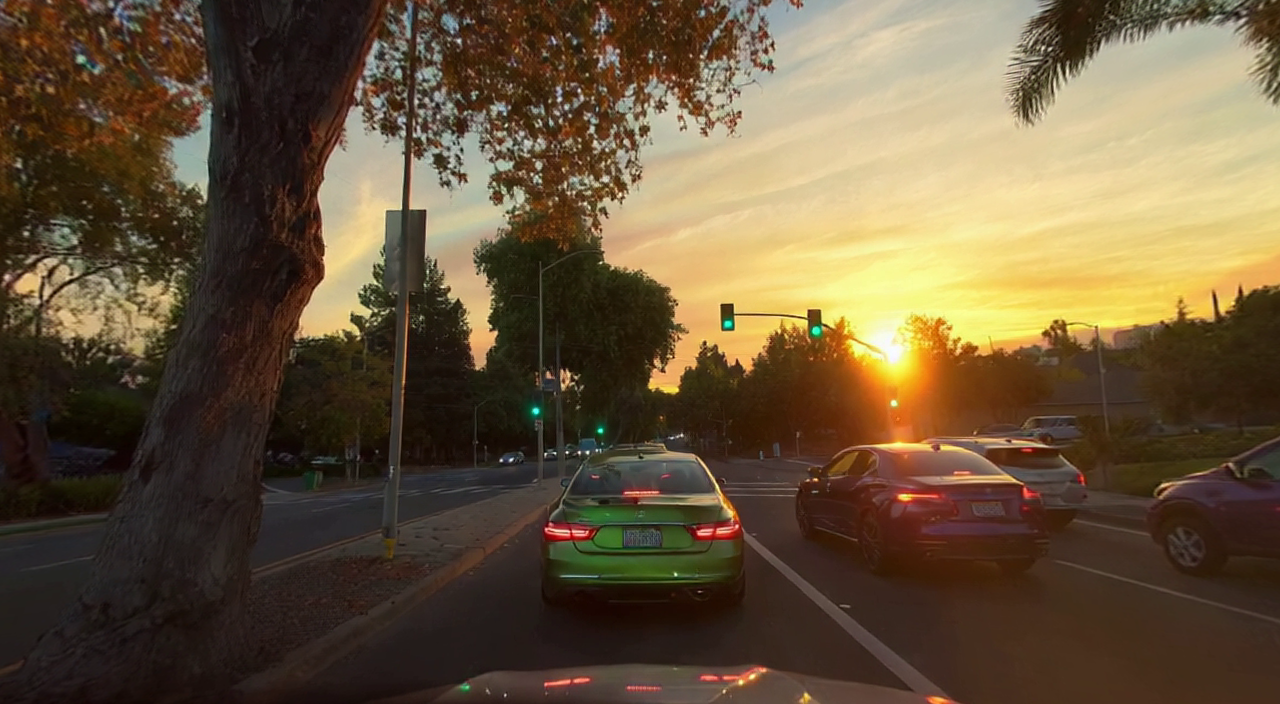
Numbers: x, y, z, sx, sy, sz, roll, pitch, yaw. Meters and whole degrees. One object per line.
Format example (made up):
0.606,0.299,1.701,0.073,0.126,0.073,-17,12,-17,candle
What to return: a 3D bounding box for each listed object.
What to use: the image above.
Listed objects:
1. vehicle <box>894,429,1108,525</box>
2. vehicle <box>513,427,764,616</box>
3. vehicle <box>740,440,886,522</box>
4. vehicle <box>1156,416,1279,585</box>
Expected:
7.020,2.464,12.892,1.923,1.611,4.094,0,-9,0,vehicle
0.012,1.681,7.097,2.015,1.502,3.898,0,-9,1,vehicle
3.535,2.719,13.816,1.934,1.494,4.446,0,-9,0,vehicle
6.935,1.341,5.574,1.783,1.572,3.421,0,-9,1,vehicle
